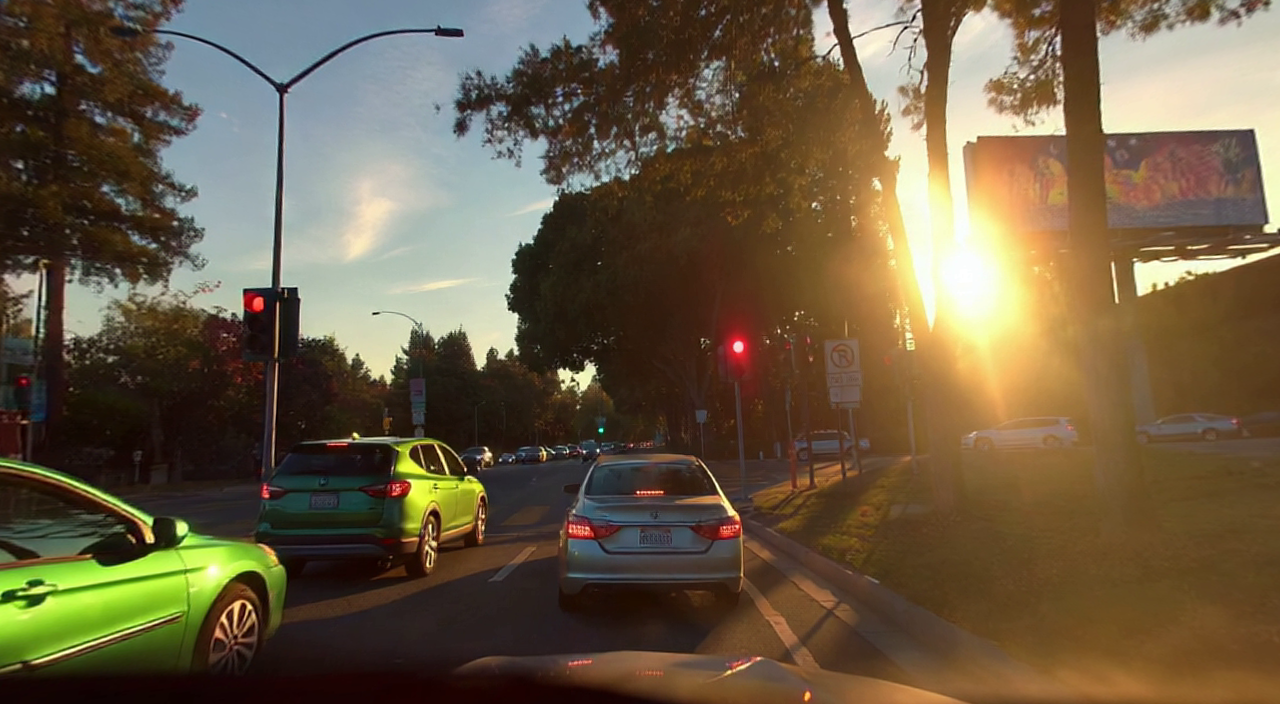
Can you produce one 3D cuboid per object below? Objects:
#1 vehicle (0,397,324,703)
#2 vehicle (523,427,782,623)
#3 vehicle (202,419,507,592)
[{"bbox_3d":[-3.152,0.966,2.417,1.808,1.520,3.846,-1,-9,1],"label":"vehicle"},{"bbox_3d":[0.031,1.591,6.622,1.977,1.467,3.474,0,-9,-2],"label":"vehicle"},{"bbox_3d":[-3.172,1.793,8.137,1.950,1.628,4.082,-1,-9,1],"label":"vehicle"}]
